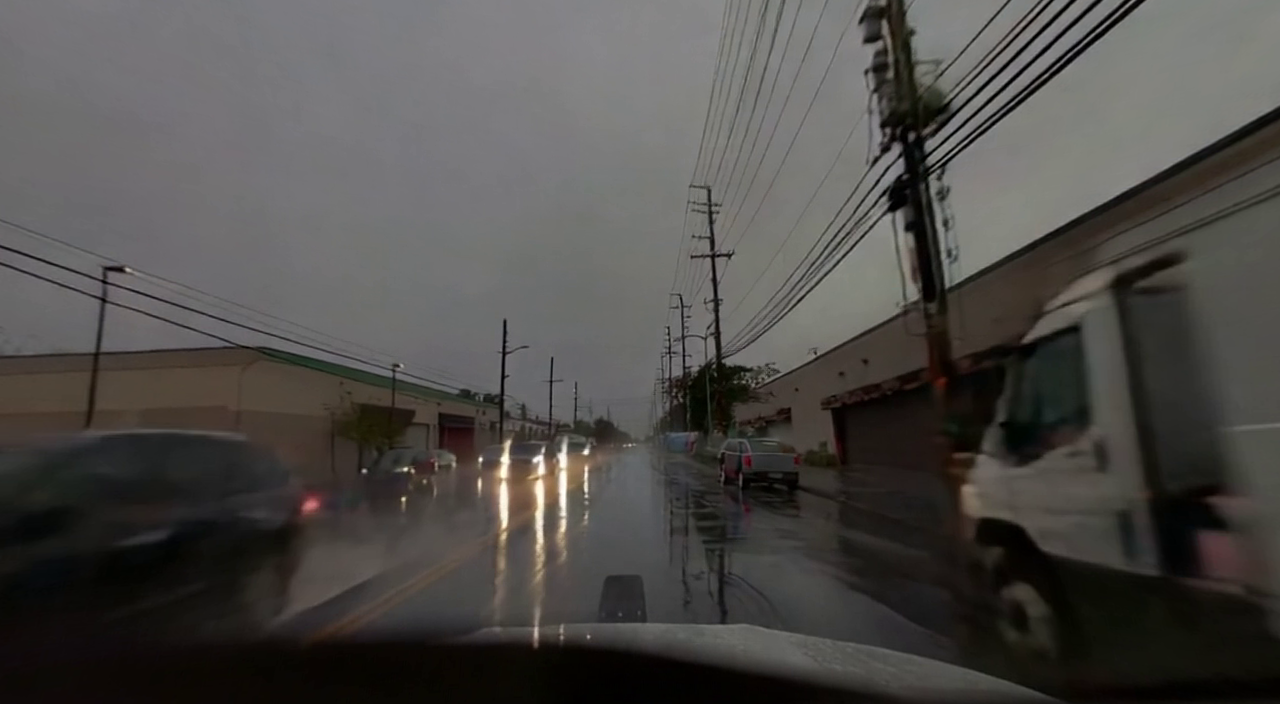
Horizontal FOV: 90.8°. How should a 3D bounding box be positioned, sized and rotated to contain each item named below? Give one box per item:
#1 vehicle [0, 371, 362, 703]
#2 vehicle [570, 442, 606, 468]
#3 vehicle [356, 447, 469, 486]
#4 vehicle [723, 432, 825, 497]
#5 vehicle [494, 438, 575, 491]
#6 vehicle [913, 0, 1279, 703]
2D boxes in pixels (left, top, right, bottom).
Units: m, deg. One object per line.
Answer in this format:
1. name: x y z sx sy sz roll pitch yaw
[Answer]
1. vehicle: -3.525 1.091 3.481 2.061 1.679 4.042 -1 -9 1
2. vehicle: -3.834 7.720 47.563 2.229 1.889 4.816 0 -9 1
3. vehicle: -10.929 5.556 30.590 4.936 1.703 1.959 3 -14 -19
4. vehicle: 3.886 3.358 19.273 2.092 1.730 4.595 0 -9 0
5. vehicle: -3.706 4.032 23.038 2.100 1.723 4.433 0 -9 1
6. vehicle: 3.512 -0.460 0.526 2.874 3.757 8.612 3 -9 1
